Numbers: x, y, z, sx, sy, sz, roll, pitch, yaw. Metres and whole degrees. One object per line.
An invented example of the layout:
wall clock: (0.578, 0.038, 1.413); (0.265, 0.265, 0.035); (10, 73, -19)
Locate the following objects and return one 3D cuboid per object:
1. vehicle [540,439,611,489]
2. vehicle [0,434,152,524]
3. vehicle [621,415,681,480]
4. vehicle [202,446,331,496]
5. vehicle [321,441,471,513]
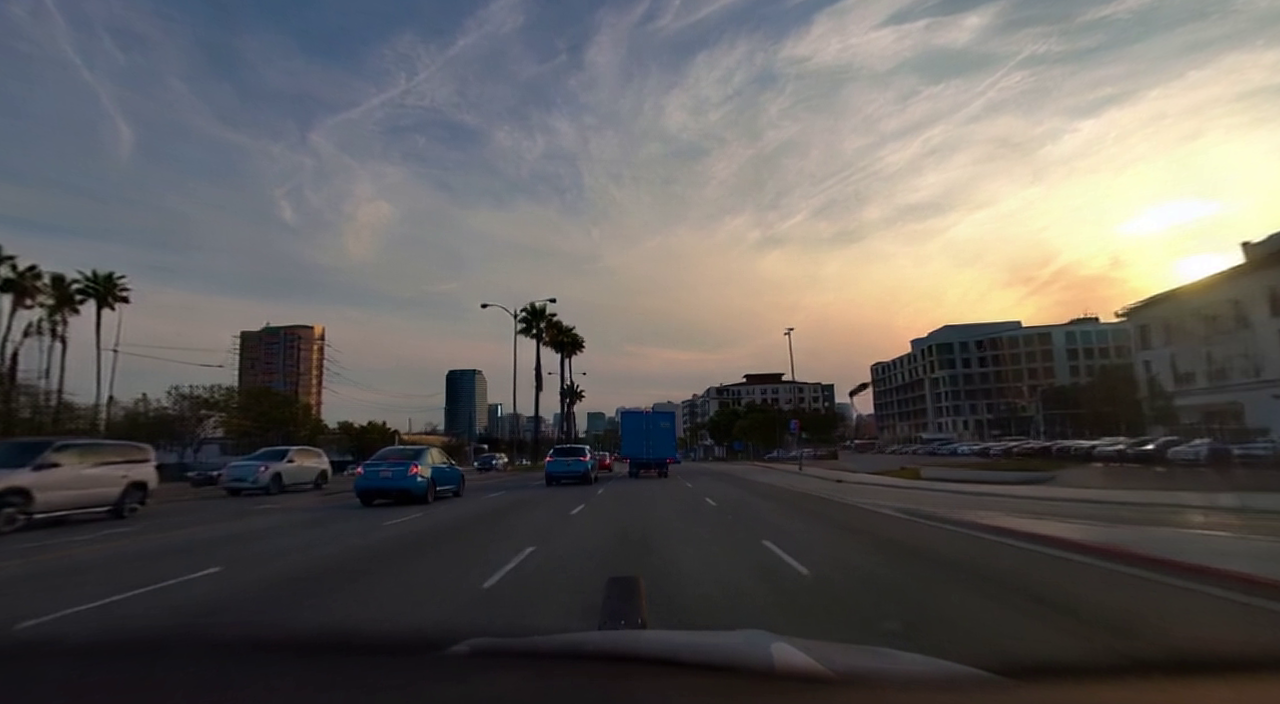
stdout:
vehicle: (-2.479, 4.490, 25.495); (2.178, 1.826, 4.933); (0, -9, 2)
vehicle: (-14.517, 2.938, 14.846); (2.010, 1.885, 4.606); (-1, -9, 4)
vehicle: (0.611, 5.248, 34.515); (2.993, 3.235, 6.692); (0, -9, 1)
vehicle: (-14.411, 4.595, 24.609); (2.100, 1.746, 4.662); (0, -9, 1)
vehicle: (-6.236, 3.231, 16.803); (2.045, 1.630, 4.680); (0, -9, 1)
